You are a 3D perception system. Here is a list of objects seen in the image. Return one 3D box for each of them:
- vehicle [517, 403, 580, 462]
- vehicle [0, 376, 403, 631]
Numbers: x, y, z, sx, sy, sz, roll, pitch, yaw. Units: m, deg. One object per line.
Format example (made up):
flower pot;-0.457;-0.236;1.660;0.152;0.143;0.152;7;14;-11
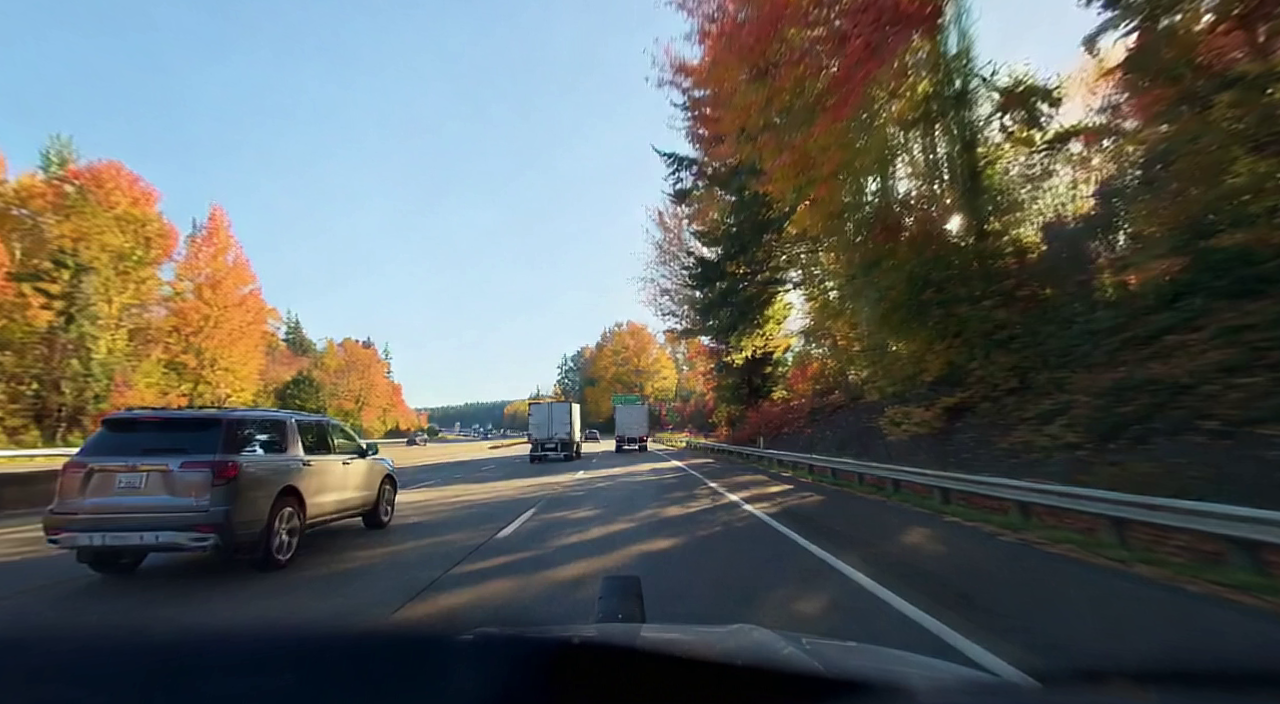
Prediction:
vehicle;-4.548;4.157;32.347;2.383;2.726;5.677;0;-8;0
vehicle;-4.354;1.290;6.434;2.089;1.669;4.515;0;-8;0
